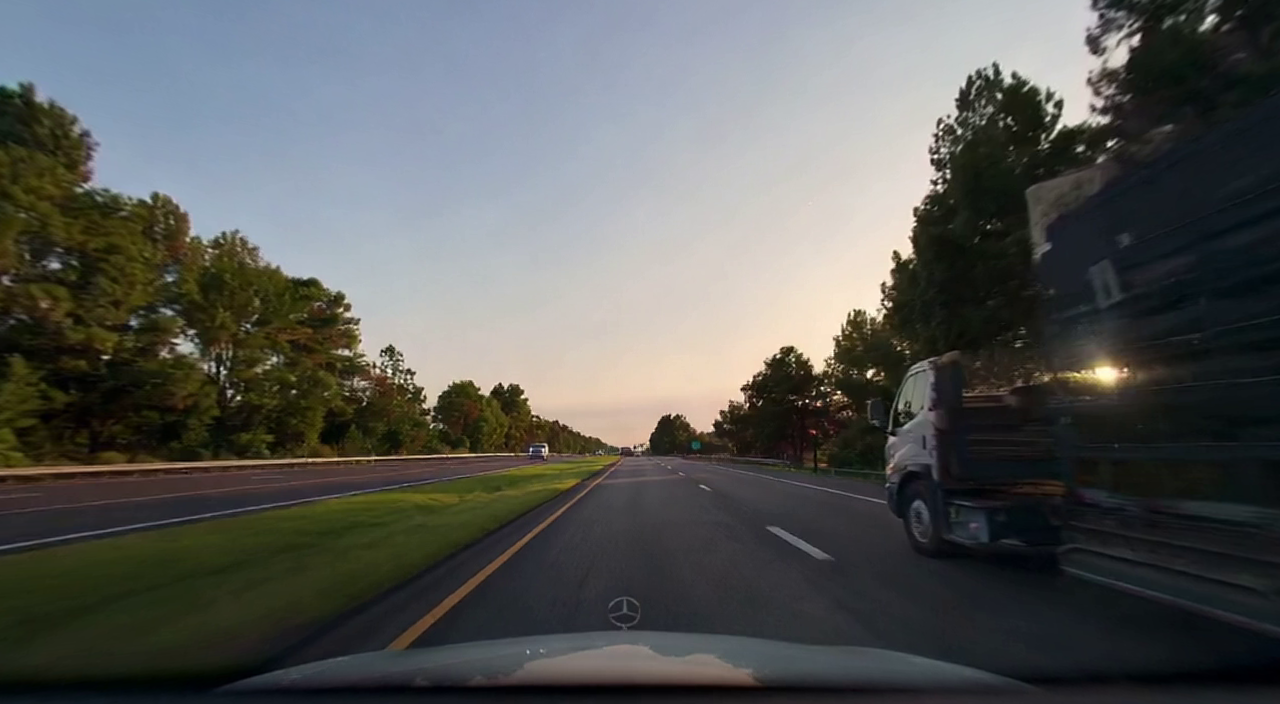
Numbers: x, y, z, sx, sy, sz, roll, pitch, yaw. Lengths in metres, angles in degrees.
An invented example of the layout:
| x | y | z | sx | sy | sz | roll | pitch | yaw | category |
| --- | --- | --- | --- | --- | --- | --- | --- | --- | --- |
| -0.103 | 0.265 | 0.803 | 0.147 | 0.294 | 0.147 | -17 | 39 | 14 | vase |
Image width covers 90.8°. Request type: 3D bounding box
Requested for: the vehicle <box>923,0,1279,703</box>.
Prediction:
| x | y | z | sx | sy | sz | roll | pitch | yaw | category |
| --- | --- | --- | --- | --- | --- | --- | --- | --- | --- |
| 4.784 | -0.319 | 1.958 | 3.052 | 4.004 | 9.986 | 0 | -9 | 0 | vehicle |
